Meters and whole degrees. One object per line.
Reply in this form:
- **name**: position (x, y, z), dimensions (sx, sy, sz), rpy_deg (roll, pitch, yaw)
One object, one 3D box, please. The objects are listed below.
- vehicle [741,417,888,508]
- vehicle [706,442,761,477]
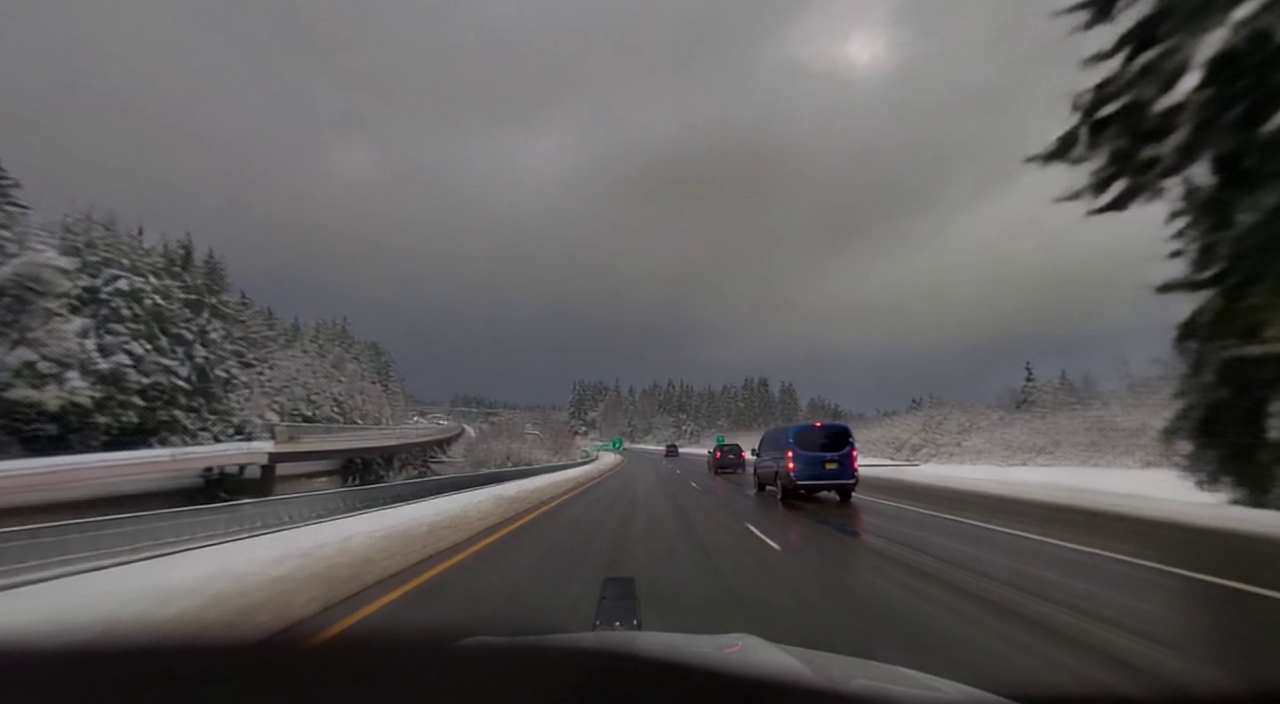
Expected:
- **vehicle**: position (4.150, 2.755, 15.954), dimensions (2.205, 1.923, 4.956), rpy_deg (0, -9, -1)
- **vehicle**: position (4.394, 5.125, 29.994), dimensions (1.952, 1.536, 4.036), rpy_deg (0, -9, -1)
